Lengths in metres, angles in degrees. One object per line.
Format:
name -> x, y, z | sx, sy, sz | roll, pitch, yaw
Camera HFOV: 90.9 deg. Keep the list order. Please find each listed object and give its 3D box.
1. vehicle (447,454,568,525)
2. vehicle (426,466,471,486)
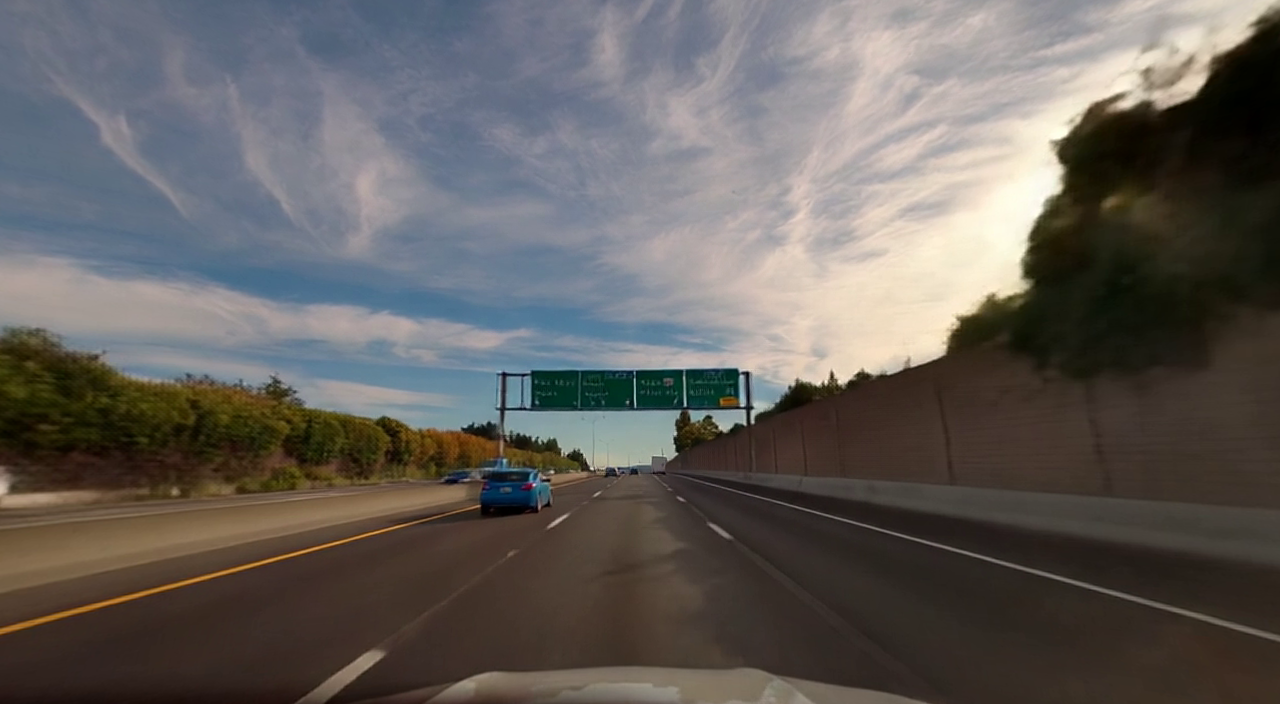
vehicle -> -3.126, 3.406, 15.969 | 2.045, 1.487, 4.582 | 1, -10, 0
vehicle -> -13.945, 9.077, 46.152 | 1.848, 1.321, 4.499 | 1, -10, 1
